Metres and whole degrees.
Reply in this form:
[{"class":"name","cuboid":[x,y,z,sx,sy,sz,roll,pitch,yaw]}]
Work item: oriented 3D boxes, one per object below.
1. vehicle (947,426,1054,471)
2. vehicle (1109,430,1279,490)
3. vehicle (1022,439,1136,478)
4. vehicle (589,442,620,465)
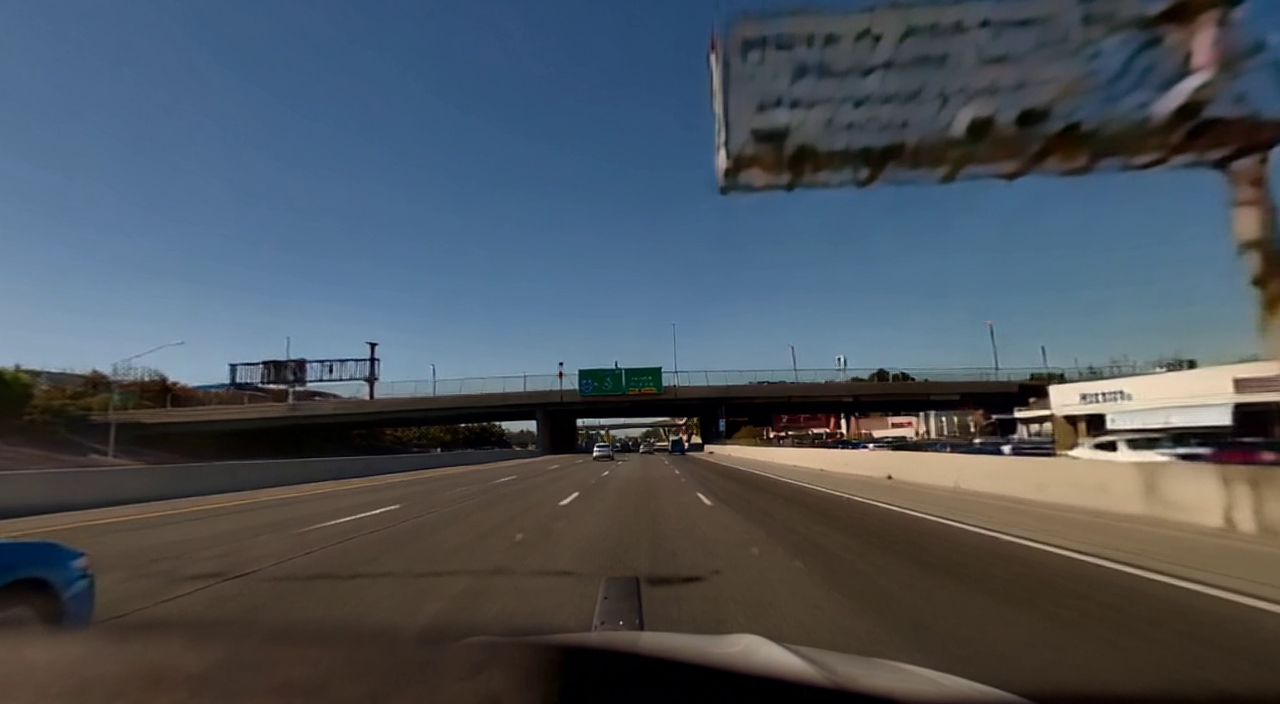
[{"class":"vehicle","cuboid":[17.991,4.863,31.922,2.229,2.050,5.602,-1,-8,2]},{"class":"vehicle","cuboid":[17.786,3.376,20.106,1.889,1.648,5.173,-1,-8,2]},{"class":"vehicle","cuboid":[17.974,4.378,26.177,1.712,1.448,4.346,-1,-8,2]},{"class":"vehicle","cuboid":[-2.511,7.287,45.530,1.982,1.516,4.327,0,-8,1]}]
